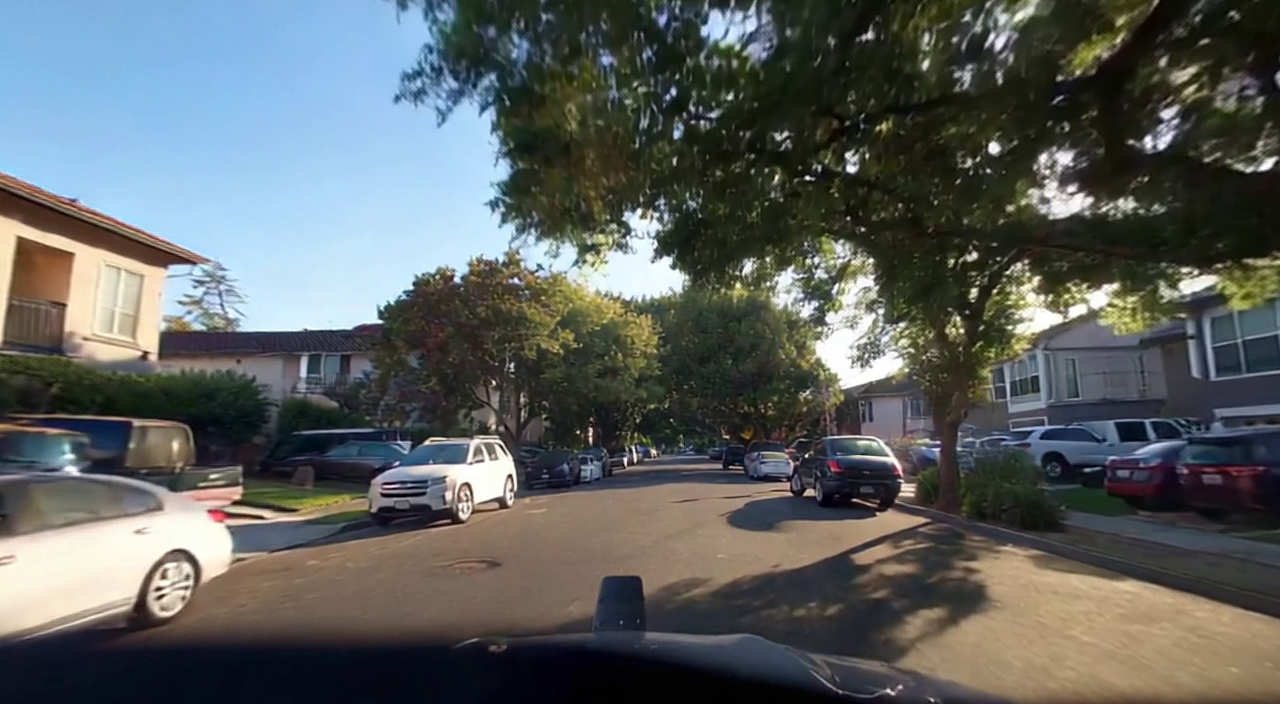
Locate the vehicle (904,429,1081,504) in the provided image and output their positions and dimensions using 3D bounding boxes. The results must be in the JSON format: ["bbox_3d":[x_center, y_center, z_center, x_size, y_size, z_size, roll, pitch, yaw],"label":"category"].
[{"bbox_3d":[9.957,3.347,18.473,2.285,1.833,4.853,-1,-10,0],"label":"vehicle"}]

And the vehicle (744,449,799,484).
[{"bbox_3d":[6.449,5.636,31.550,1.850,1.516,5.066,0,-8,2],"label":"vehicle"}]

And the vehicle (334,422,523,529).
[{"bbox_3d":[-4.418,2.785,14.452,2.319,1.902,5.526,-2,-11,1],"label":"vehicle"}]

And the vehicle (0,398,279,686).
[{"bbox_3d":[-4.901,1.245,4.130,2.035,1.719,4.749,-3,-10,4],"label":"vehicle"}]

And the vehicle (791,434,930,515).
[{"bbox_3d":[5.896,3.345,17.839,2.201,1.896,5.632,-1,-9,4],"label":"vehicle"}]

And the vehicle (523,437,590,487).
[{"bbox_3d":[-3.258,4.500,25.587,2.007,1.861,4.101,0,-11,2],"label":"vehicle"}]

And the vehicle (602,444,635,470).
[{"bbox_3d":[-1.574,7.926,47.609,2.035,1.822,4.348,0,-11,4],"label":"vehicle"}]

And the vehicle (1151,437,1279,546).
[{"bbox_3d":[11.278,2.095,9.947,4.611,1.510,1.962,-1,-8,4],"label":"vehicle"}]
